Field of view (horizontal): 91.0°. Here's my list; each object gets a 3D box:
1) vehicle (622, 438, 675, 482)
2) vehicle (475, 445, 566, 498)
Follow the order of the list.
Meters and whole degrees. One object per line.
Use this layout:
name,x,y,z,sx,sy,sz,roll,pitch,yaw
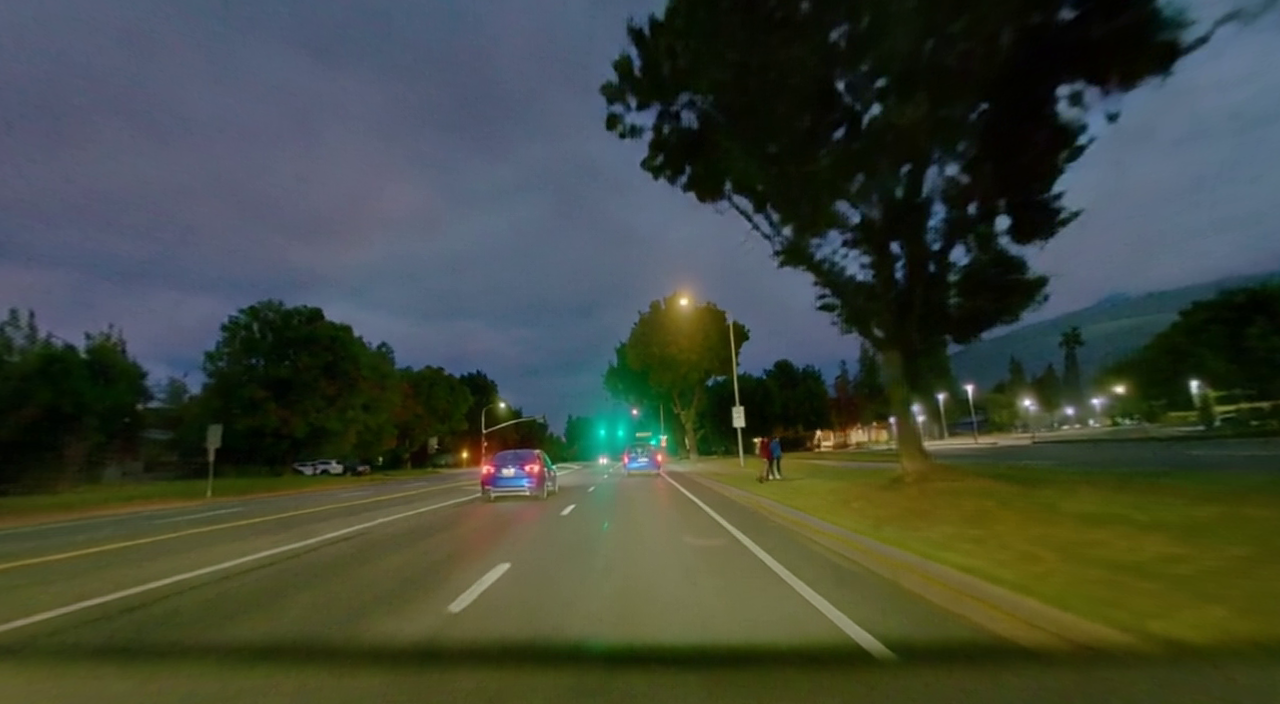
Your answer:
vehicle,0.298,4.846,28.623,2.215,1.799,4.426,0,-8,-1
vehicle,-3.637,3.699,19.920,2.036,1.447,4.044,0,-8,0
